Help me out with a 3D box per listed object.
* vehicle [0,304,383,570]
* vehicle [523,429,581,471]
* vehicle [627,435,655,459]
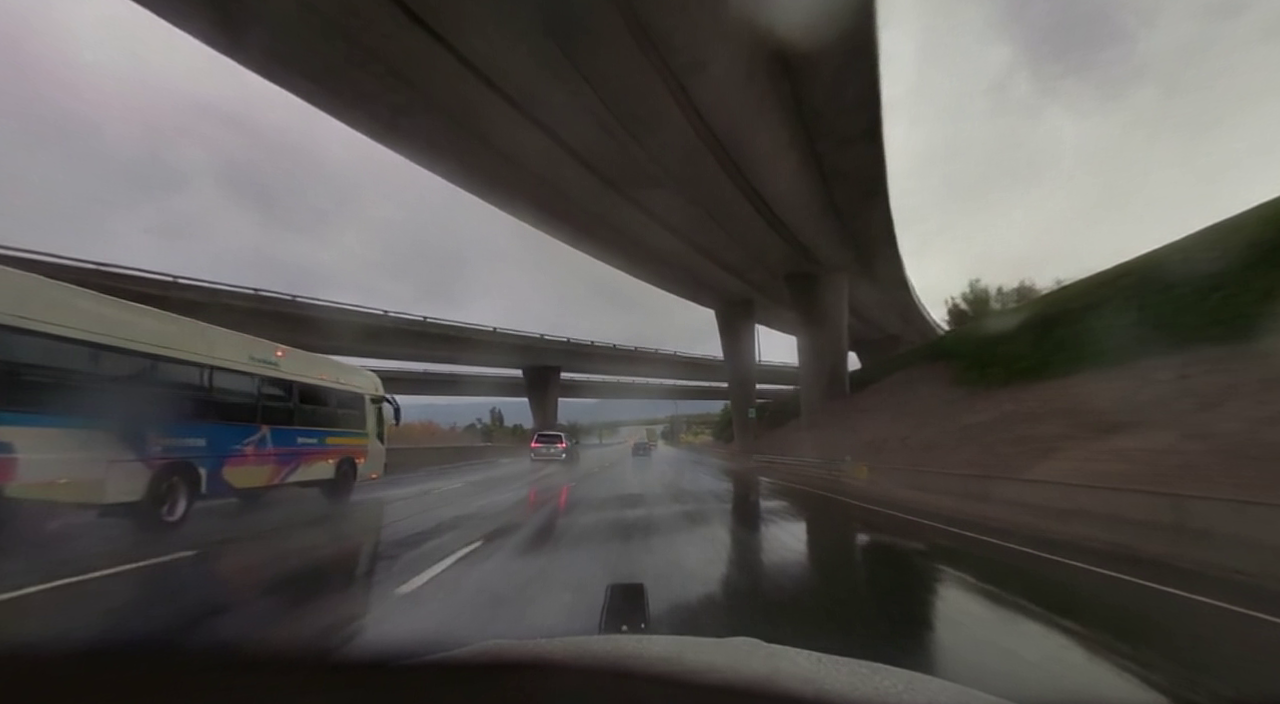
[{"bbox_3d":[-7.570,1.476,10.856,2.872,2.890,7.923,0,-9,0],"label":"vehicle"},{"bbox_3d":[-4.292,4.874,31.510,2.147,1.918,4.834,0,-8,1],"label":"vehicle"},{"bbox_3d":[0.024,7.212,47.816,2.052,1.711,4.223,0,-8,-1],"label":"vehicle"}]
